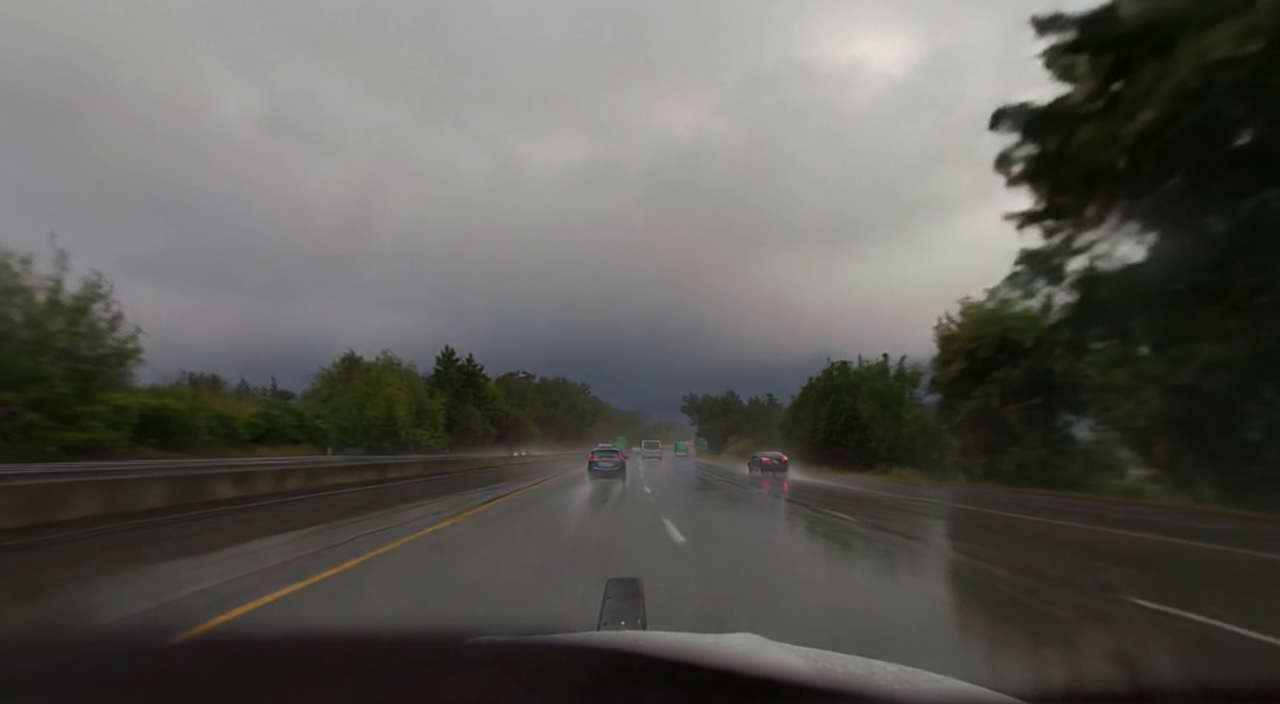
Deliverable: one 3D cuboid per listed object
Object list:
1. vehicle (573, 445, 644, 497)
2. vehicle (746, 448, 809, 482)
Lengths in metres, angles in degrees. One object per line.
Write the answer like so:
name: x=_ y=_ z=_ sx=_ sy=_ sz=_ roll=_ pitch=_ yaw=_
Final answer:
vehicle: x=-0.968 y=3.770 z=20.397 sx=2.053 sy=1.483 sz=4.185 roll=0 pitch=-9 yaw=-2
vehicle: x=6.287 y=5.194 z=29.213 sx=1.926 sy=1.483 sz=3.528 roll=0 pitch=-9 yaw=-3
